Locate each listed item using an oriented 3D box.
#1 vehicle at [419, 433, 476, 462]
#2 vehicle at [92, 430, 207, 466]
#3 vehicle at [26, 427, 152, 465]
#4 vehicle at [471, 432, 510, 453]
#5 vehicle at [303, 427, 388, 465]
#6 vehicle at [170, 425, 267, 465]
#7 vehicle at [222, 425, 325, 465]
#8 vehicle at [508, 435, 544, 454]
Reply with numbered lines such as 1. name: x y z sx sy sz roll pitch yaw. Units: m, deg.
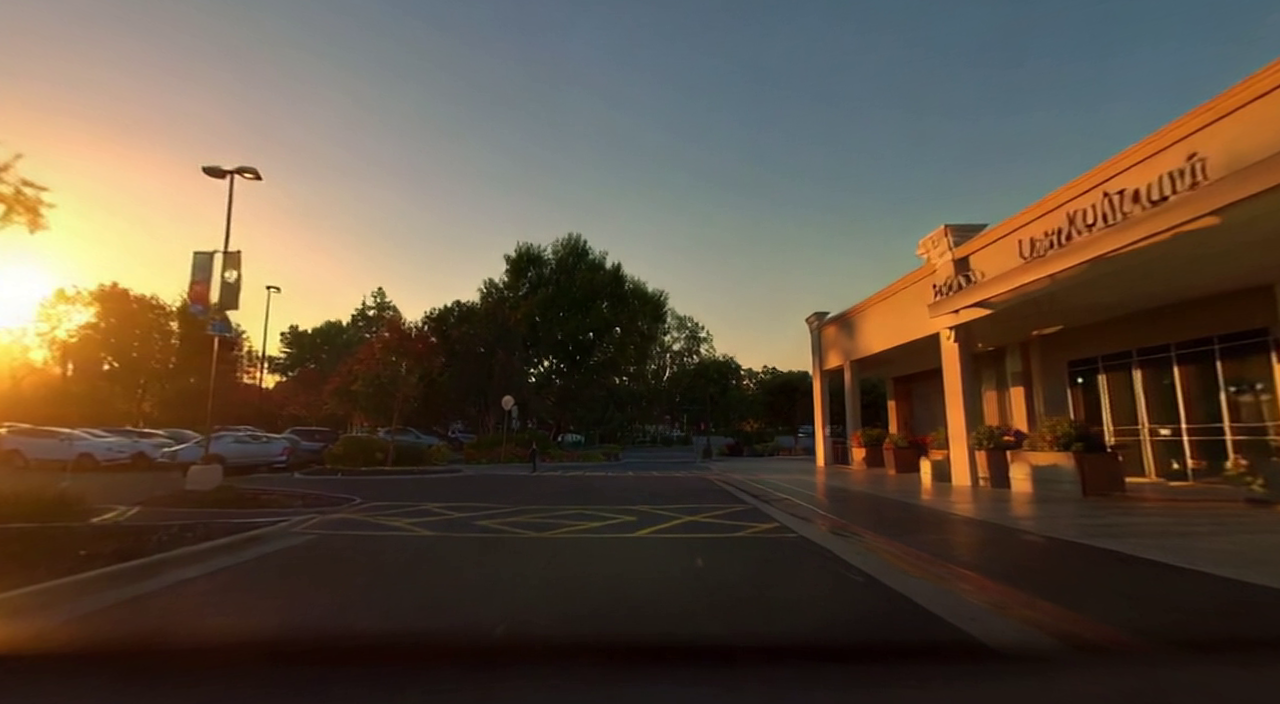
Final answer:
1. vehicle: -10.523 5.238 34.927 1.891 1.464 4.646 1 -8 -3
2. vehicle: -21.668 4.248 28.121 1.909 1.474 3.908 0 -8 1
3. vehicle: -24.636 4.209 28.465 1.773 1.498 4.085 3 -8 3
4. vehicle: -10.964 6.696 46.563 1.968 1.473 4.493 0 -8 -3
5. vehicle: -13.246 4.261 28.726 1.892 1.597 4.259 0 -8 -2
6. vehicle: -18.798 4.163 28.409 1.902 1.645 3.903 1 -8 -5
7. vehicle: -16.209 4.155 28.238 1.928 1.613 4.197 0 -8 2
8. vehicle: -8.544 6.944 47.533 1.898 1.335 3.869 0 -8 1
